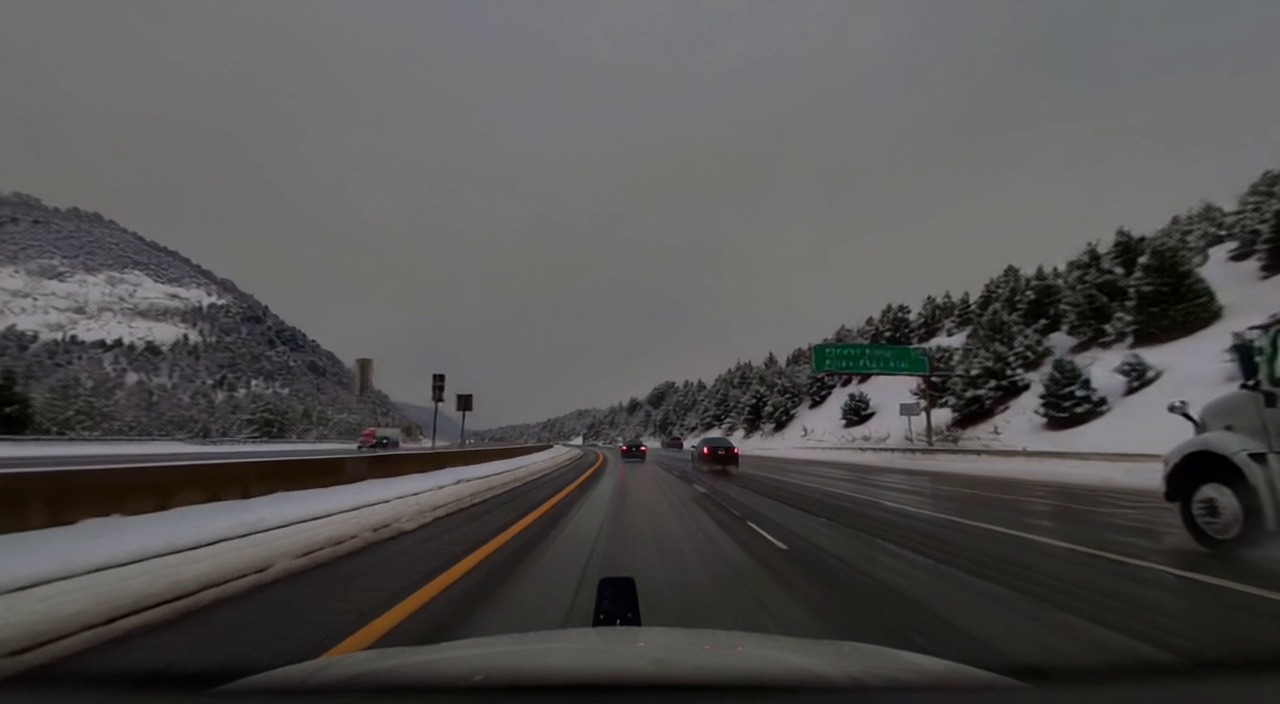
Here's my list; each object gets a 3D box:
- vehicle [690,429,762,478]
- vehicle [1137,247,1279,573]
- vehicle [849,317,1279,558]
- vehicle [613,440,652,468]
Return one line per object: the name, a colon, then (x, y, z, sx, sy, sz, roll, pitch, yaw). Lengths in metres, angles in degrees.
vehicle: (3.380, 4.119, 25.874, 2.098, 1.794, 4.561, 0, -9, -2)
vehicle: (7.756, 0.069, 2.930, 2.805, 3.212, 9.978, 0, -9, 0)
vehicle: (7.407, 1.739, 12.639, 2.880, 2.975, 9.608, 0, -9, -2)
vehicle: (-0.462, 5.685, 35.323, 2.083, 1.477, 3.965, 0, -9, -2)
